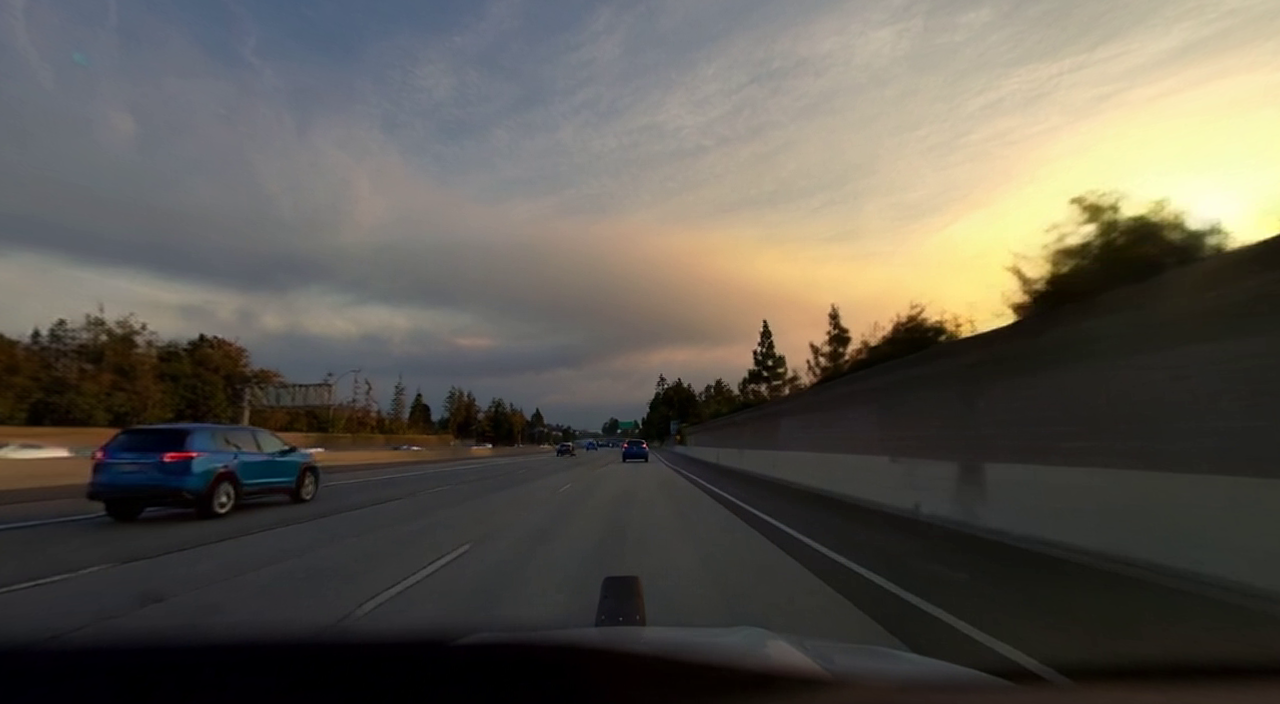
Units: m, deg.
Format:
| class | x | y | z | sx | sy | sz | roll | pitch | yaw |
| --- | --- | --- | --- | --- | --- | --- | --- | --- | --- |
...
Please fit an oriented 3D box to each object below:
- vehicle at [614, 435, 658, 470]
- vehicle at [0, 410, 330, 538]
| class | x | y | z | sx | sy | sz | roll | pitch | yaw |
| --- | --- | --- | --- | --- | --- | --- | --- | --- | --- |
| vehicle | -0.145 | 5.196 | 32.705 | 2.141 | 1.706 | 4.065 | 0 | -8 | 1 |
| vehicle | -7.616 | 1.996 | 10.882 | 2.166 | 1.705 | 4.433 | 0 | -8 | 1 |
